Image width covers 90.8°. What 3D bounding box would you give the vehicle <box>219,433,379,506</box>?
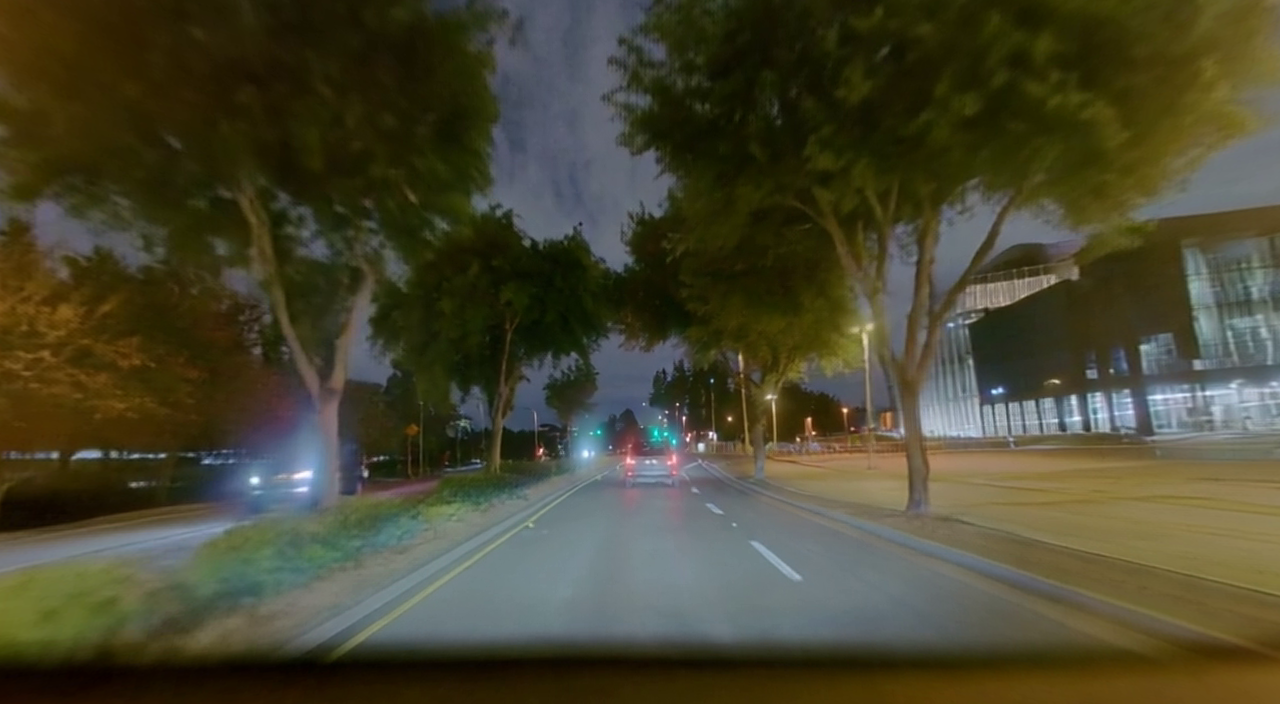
[{"bbox_3d":[-11.144,3.867,21.302,2.349,2.106,5.464,0,-9,0],"label":"vehicle"}]

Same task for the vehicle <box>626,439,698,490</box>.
[{"bbox_3d":[0.715,3.684,20.995,2.114,1.493,4.430,0,-9,2],"label":"vehicle"}]
